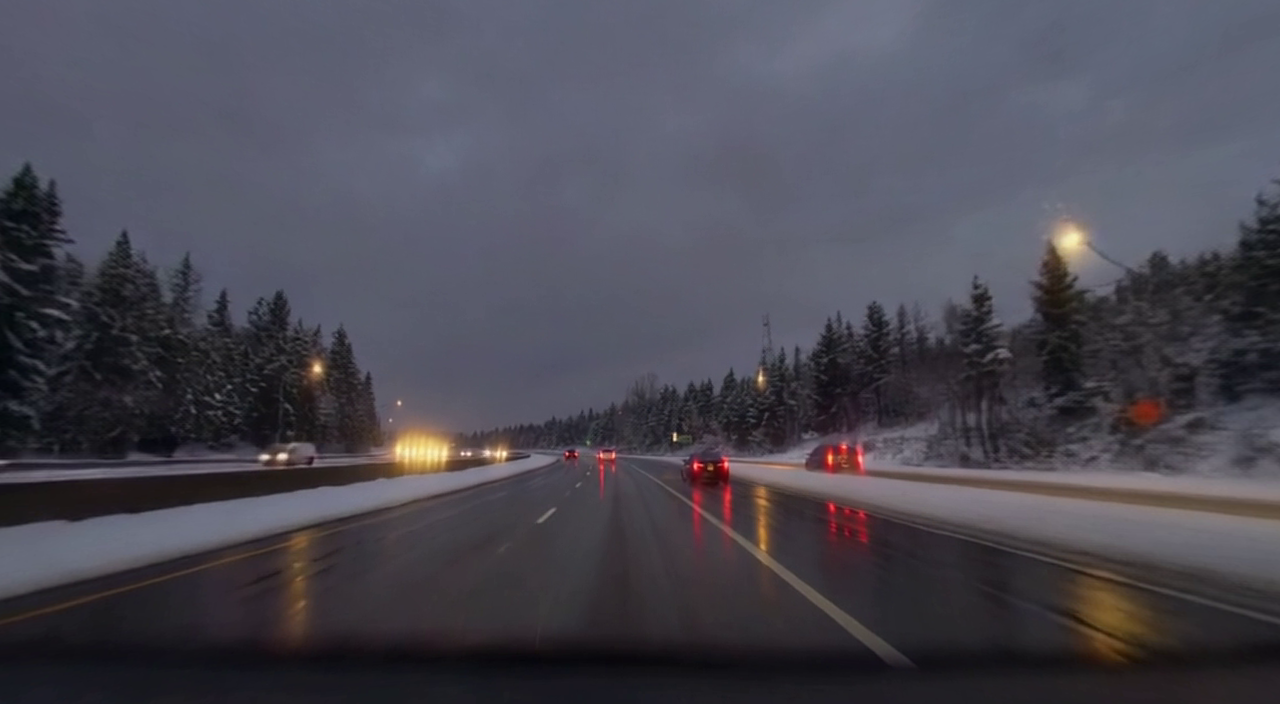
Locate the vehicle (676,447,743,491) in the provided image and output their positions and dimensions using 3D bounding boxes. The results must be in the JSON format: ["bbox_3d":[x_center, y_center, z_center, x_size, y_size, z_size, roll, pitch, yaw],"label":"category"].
[{"bbox_3d":[2.635,4.561,24.780,1.975,1.562,3.823,0,-9,-3],"label":"vehicle"}]

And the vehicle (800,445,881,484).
[{"bbox_3d":[9.175,5.195,29.285,1.909,1.634,4.739,0,-9,-3],"label":"vehicle"}]
